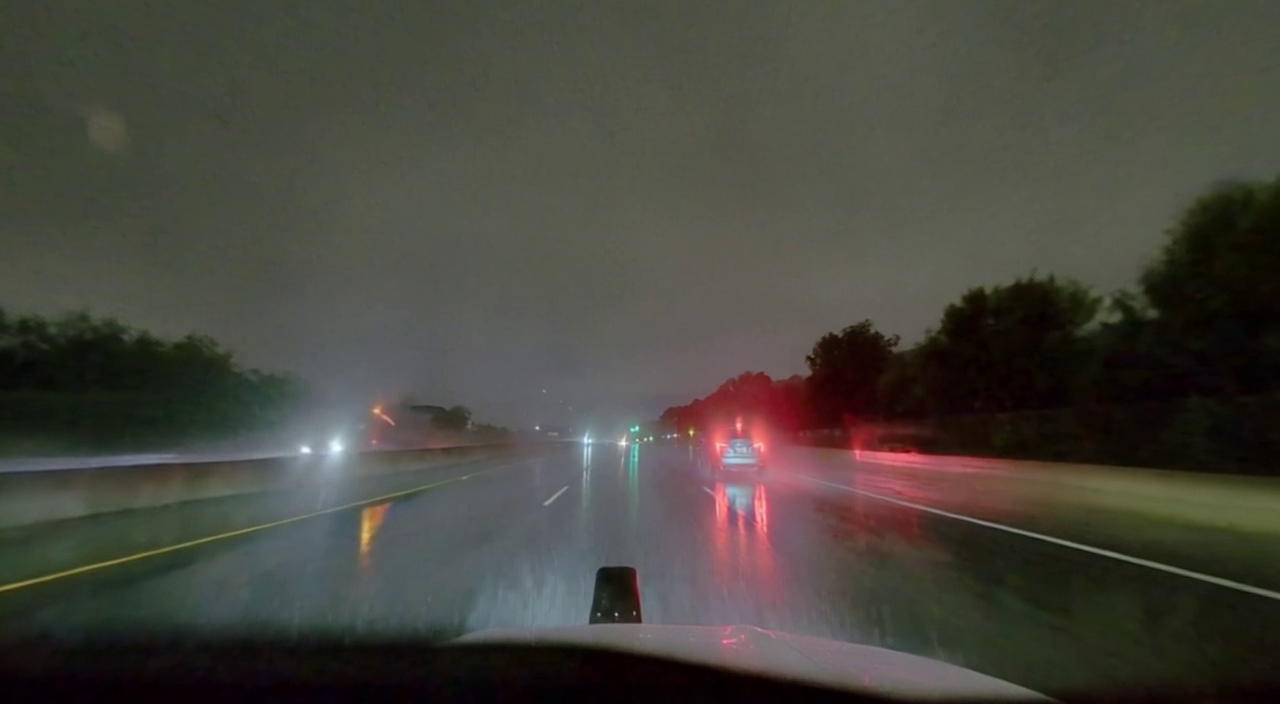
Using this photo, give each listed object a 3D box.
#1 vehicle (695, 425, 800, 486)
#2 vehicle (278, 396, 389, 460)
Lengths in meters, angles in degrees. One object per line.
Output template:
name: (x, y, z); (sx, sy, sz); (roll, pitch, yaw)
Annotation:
vehicle: (3.143, 3.130, 19.382); (2.349, 1.651, 4.161); (0, -8, -2)
vehicle: (-21.054, 5.421, 44.094); (3.007, 3.947, 9.620); (0, -8, -1)
